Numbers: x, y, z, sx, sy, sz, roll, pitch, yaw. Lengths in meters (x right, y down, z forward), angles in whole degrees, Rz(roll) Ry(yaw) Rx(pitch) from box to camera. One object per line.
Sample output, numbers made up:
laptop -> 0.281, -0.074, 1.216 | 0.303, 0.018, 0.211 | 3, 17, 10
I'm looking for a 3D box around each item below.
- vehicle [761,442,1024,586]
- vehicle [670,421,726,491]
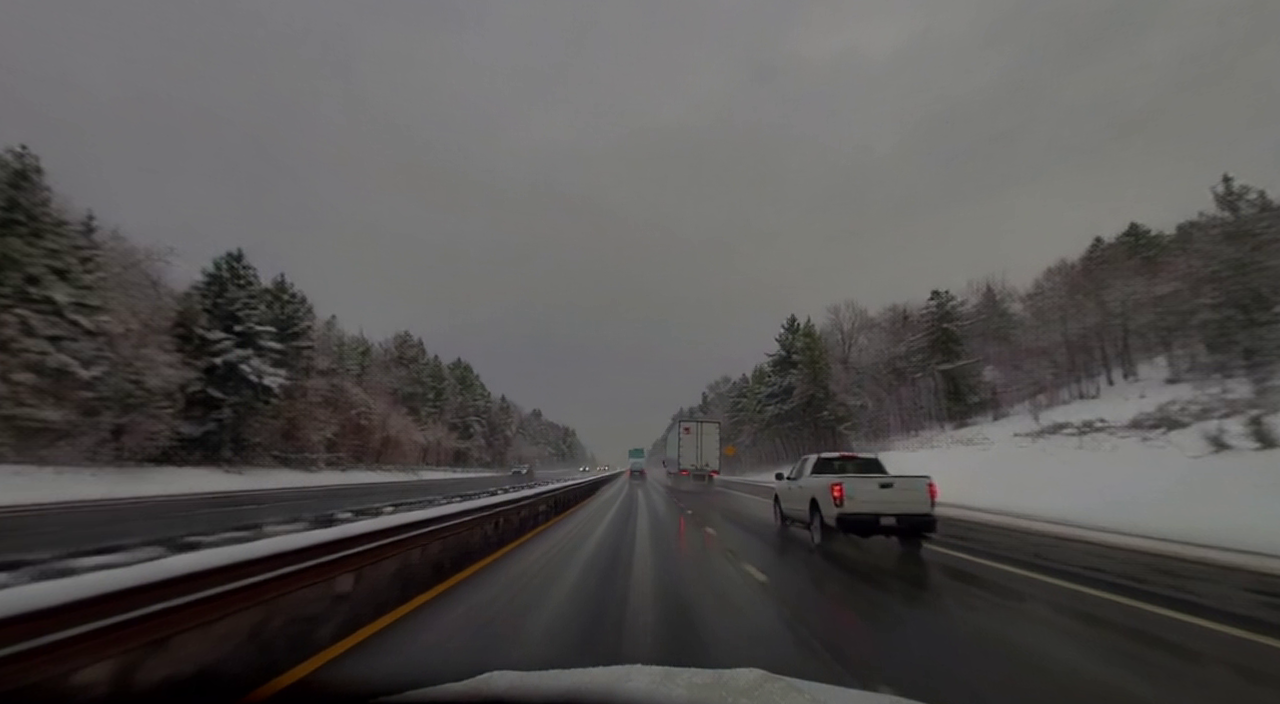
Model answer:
vehicle -> 3.452, 2.360, 9.868 | 2.124, 1.662, 4.641 | 1, -10, -1
vehicle -> 3.800, 7.456, 44.667 | 2.863, 4.088, 14.040 | 1, -10, 1
